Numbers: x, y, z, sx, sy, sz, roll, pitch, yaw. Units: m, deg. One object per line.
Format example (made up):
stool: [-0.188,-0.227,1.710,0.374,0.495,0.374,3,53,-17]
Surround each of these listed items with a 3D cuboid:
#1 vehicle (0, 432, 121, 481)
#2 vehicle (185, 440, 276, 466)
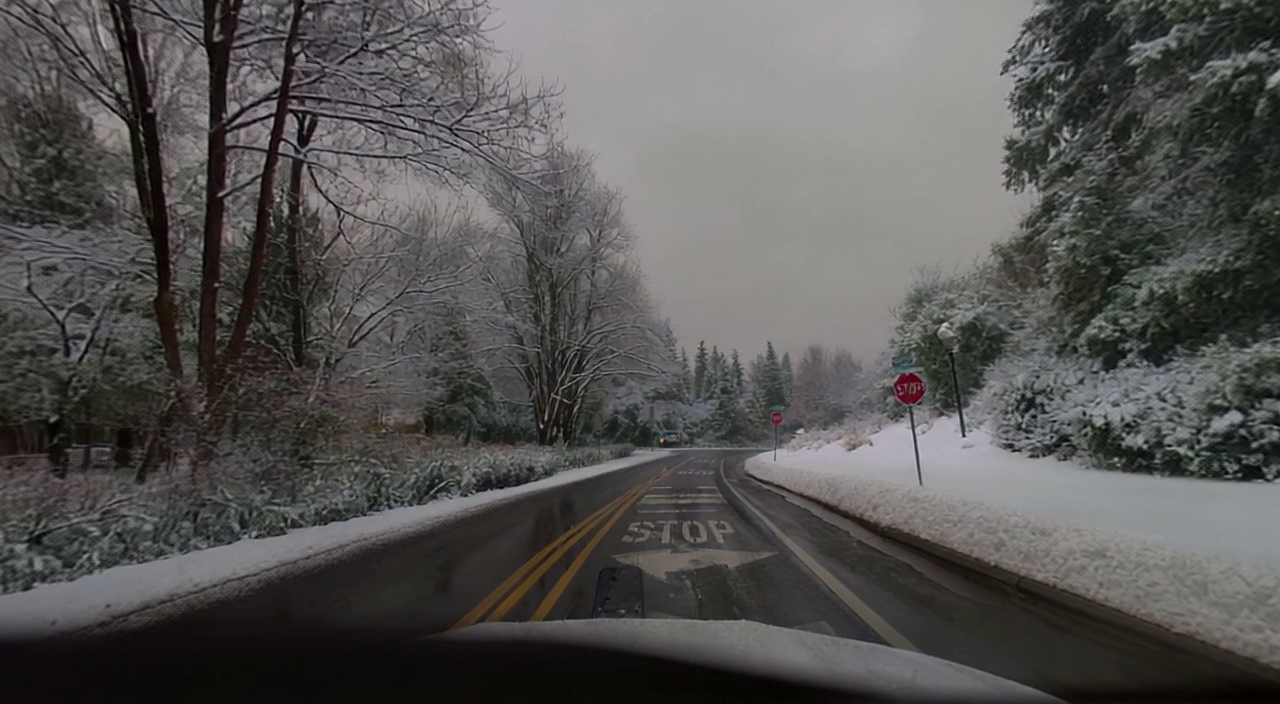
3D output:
vehicle: [-28.331,5.064,30.688,4.733,1.892,1.939,-4,-4,2]
vehicle: [-24.365,6.053,37.671,4.007,1.459,1.952,-1,-10,0]
